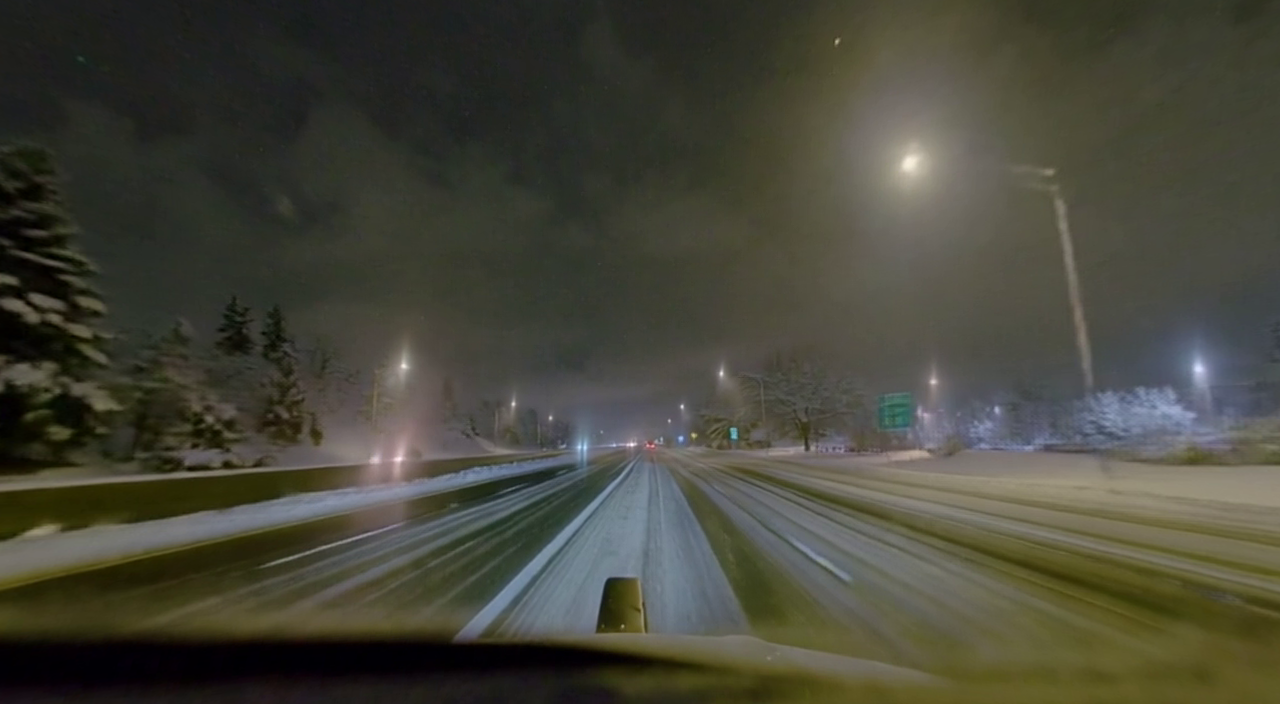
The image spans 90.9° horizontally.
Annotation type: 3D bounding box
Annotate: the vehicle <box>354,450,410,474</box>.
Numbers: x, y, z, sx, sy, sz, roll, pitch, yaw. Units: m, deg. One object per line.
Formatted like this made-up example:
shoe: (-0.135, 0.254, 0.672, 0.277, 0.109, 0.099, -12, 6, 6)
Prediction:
vehicle: (-18.277, 7.787, 44.887, 1.954, 1.610, 4.594, -1, -8, 1)

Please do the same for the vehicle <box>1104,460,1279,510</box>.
vehicle: (27.188, 6.477, 30.919, 7.005, 2.000, 2.255, -2, -9, -1)
